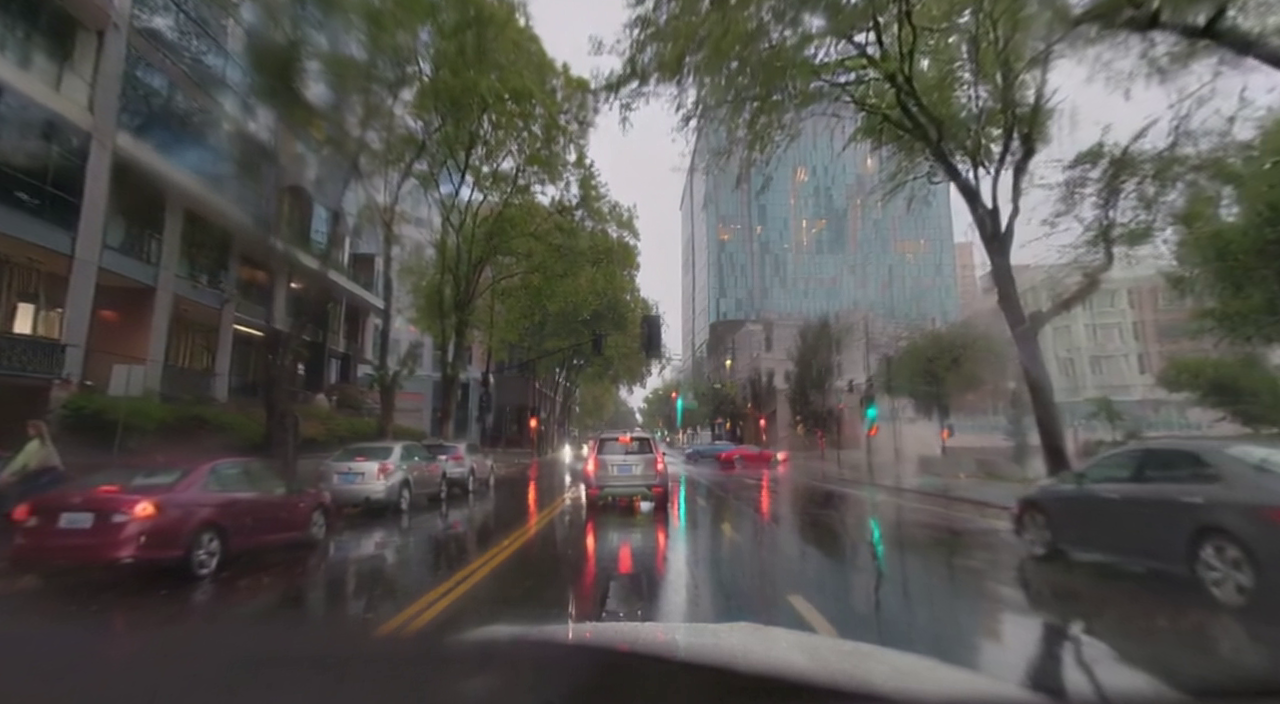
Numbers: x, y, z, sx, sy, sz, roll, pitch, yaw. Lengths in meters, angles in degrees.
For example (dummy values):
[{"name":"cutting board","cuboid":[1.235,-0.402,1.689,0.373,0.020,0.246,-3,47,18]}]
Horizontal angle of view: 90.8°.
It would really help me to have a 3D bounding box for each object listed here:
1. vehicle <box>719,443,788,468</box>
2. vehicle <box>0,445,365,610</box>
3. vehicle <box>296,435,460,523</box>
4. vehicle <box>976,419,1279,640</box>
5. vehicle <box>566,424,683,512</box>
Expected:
[{"name":"vehicle","cuboid":[7.560,6.864,41.921,4.638,1.555,1.824,6,-11,-36]},{"name":"vehicle","cuboid":[-5.591,1.945,8.030,1.841,1.466,4.364,-2,-9,6]},{"name":"vehicle","cuboid":[-5.778,2.830,14.684,1.904,1.684,4.529,0,-9,-1]},{"name":"vehicle","cuboid":[5.958,1.681,6.912,2.004,1.699,4.525,0,-9,-1]},{"name":"vehicle","cuboid":[-0.278,2.555,14.276,2.258,1.687,3.934,-1,-9,1]}]
